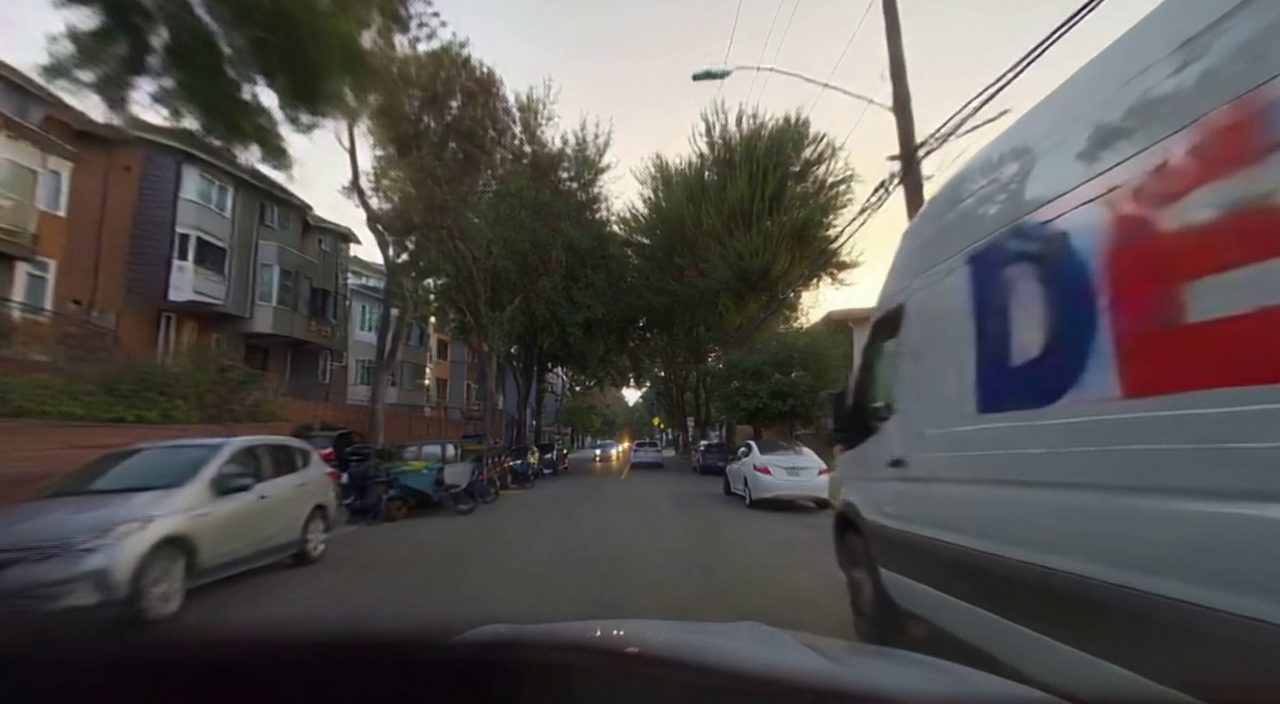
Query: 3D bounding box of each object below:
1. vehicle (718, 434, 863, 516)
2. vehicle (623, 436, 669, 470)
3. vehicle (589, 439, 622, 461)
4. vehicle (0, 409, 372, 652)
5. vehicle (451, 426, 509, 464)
[{"bbox_3d":[3.054,2.596,13.855,2.086,1.498,4.280,0,-8,-1],"label":"vehicle"},{"bbox_3d":[0.278,4.851,30.404,2.095,1.510,3.605,0,-8,0],"label":"vehicle"},{"bbox_3d":[-2.345,6.782,43.815,1.955,1.463,4.323,0,-8,1],"label":"vehicle"},{"bbox_3d":[-4.452,1.440,6.338,1.911,1.573,3.637,1,-4,0],"label":"vehicle"},{"bbox_3d":[-8.375,4.859,33.388,2.010,1.747,4.266,-1,-5,-1],"label":"vehicle"}]
